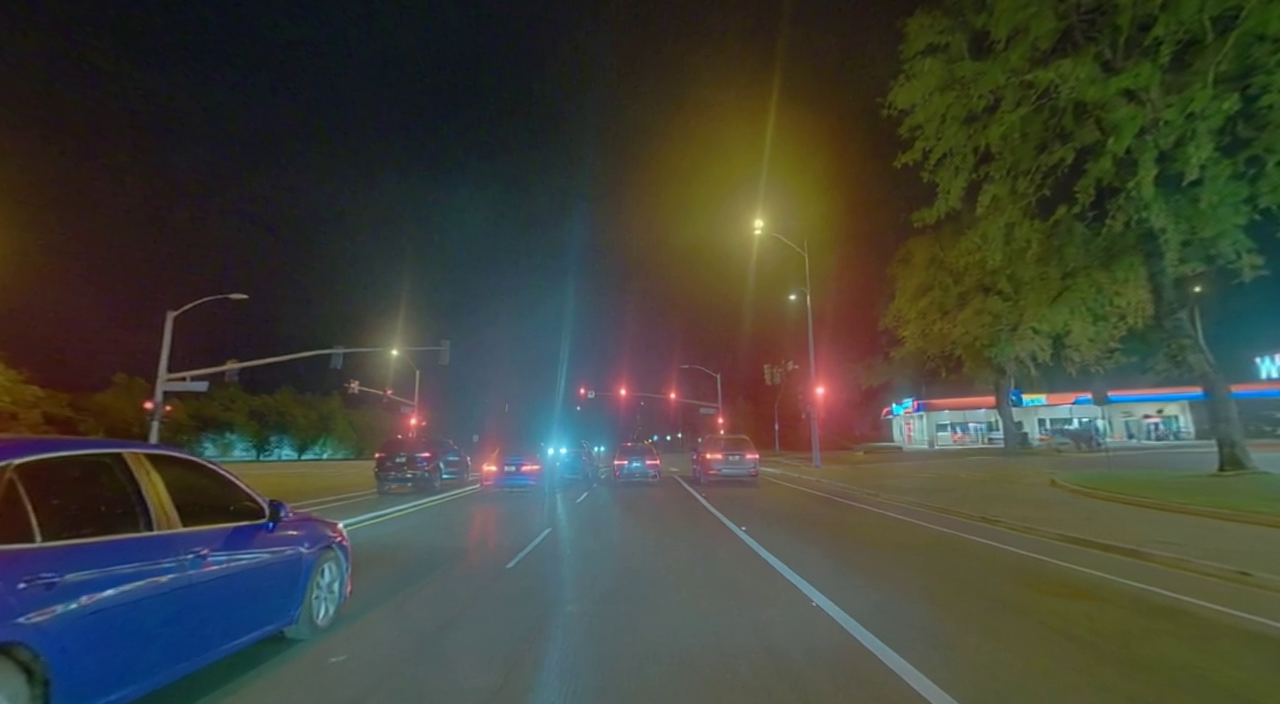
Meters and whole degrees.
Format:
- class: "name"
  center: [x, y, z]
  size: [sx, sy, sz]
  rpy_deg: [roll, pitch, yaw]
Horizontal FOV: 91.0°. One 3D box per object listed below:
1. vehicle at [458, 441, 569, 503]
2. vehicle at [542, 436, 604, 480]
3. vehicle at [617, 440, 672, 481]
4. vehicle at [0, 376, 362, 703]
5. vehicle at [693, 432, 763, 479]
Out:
- class: "vehicle"
  center: [-3.291, 3.226, 17.339]
  size: [2.014, 1.472, 4.357]
  rpy_deg: [0, -9, 2]
- class: "vehicle"
  center: [-2.745, 4.493, 26.866]
  size: [2.072, 1.694, 4.070]
  rpy_deg: [0, -9, 2]
- class: "vehicle"
  center: [0.196, 4.329, 25.340]
  size: [2.032, 1.499, 3.994]
  rpy_deg: [0, -9, 1]
- class: "vehicle"
  center: [-3.120, 0.836, 1.904]
  size: [2.249, 1.517, 4.951]
  rpy_deg: [0, -9, 1]
- class: "vehicle"
  center: [3.417, 4.152, 25.356]
  size: [2.076, 1.691, 4.402]
  rpy_deg: [0, -9, -2]
